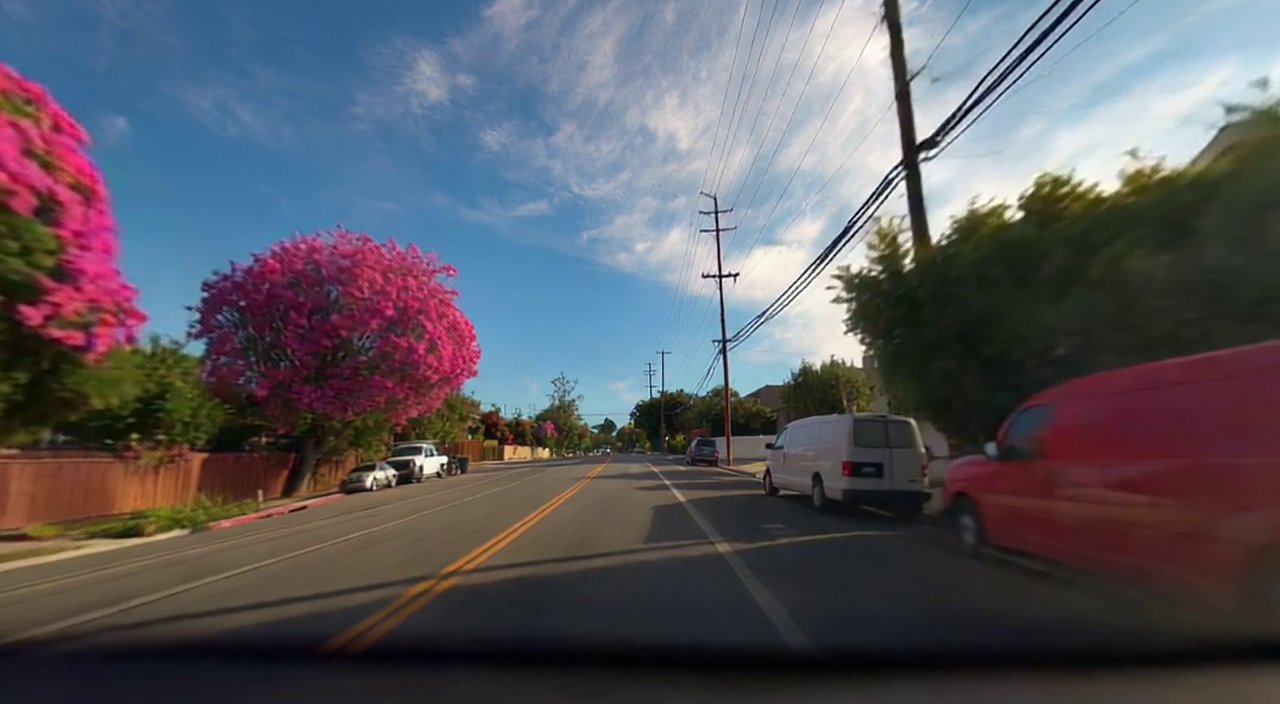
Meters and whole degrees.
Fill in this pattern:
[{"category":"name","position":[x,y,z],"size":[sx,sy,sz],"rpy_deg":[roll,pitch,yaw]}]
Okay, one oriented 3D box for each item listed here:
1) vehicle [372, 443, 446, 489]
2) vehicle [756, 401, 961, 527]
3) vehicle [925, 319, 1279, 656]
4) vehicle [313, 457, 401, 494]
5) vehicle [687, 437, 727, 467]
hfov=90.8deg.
[{"category":"vehicle","position":[-13.529,6.644,37.413],"size":[2.331,2.265,5.888],"rpy_deg":[-2,-7,-1]},{"category":"vehicle","position":[4.552,2.539,14.901],"size":[2.578,2.248,7.011],"rpy_deg":[-1,-9,2]},{"category":"vehicle","position":[5.246,1.110,5.620],"size":[2.335,2.193,5.656],"rpy_deg":[1,-9,-5]},{"category":"vehicle","position":[-13.544,5.900,30.590],"size":[2.041,1.573,4.575],"rpy_deg":[0,-9,1]},{"category":"vehicle","position":[4.741,7.135,45.311],"size":[2.238,1.995,5.491],"rpy_deg":[0,-9,0]}]
